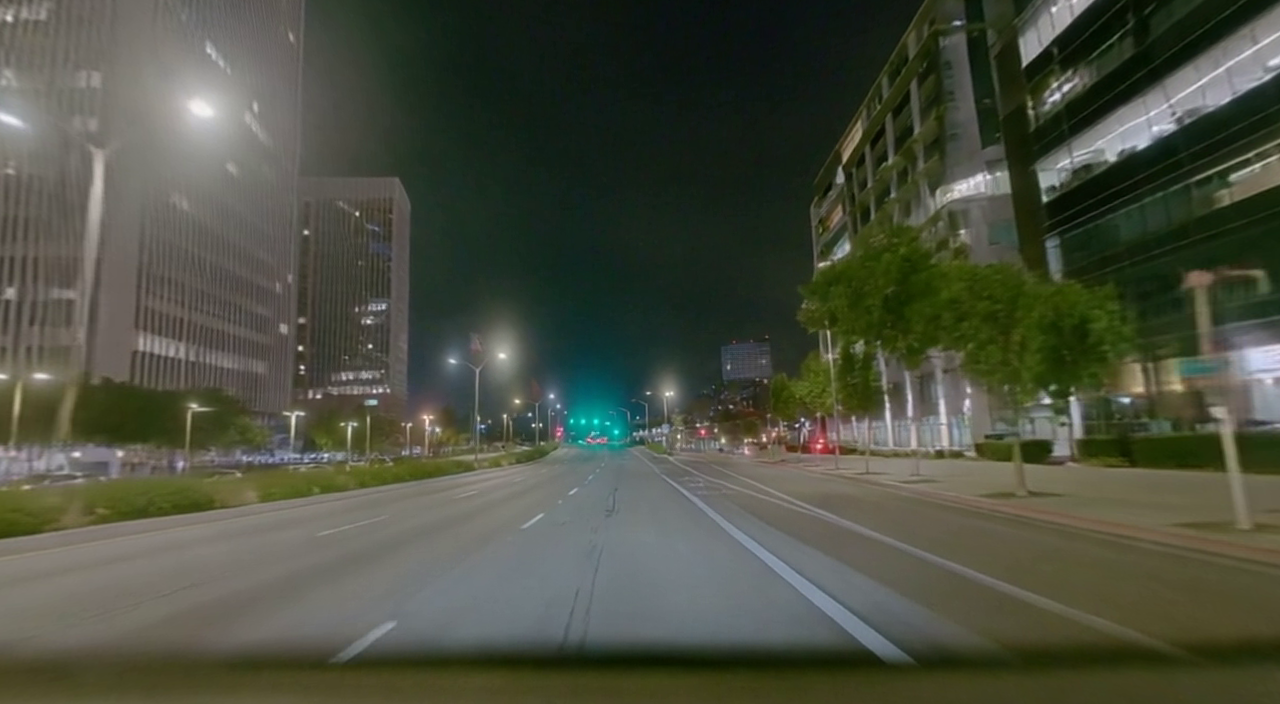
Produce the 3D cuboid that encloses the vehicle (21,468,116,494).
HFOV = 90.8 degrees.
[{"bbox_3d":[-40.435,9.122,44.798,4.561,1.664,2.146,0,-9,-2],"label":"vehicle"}]
